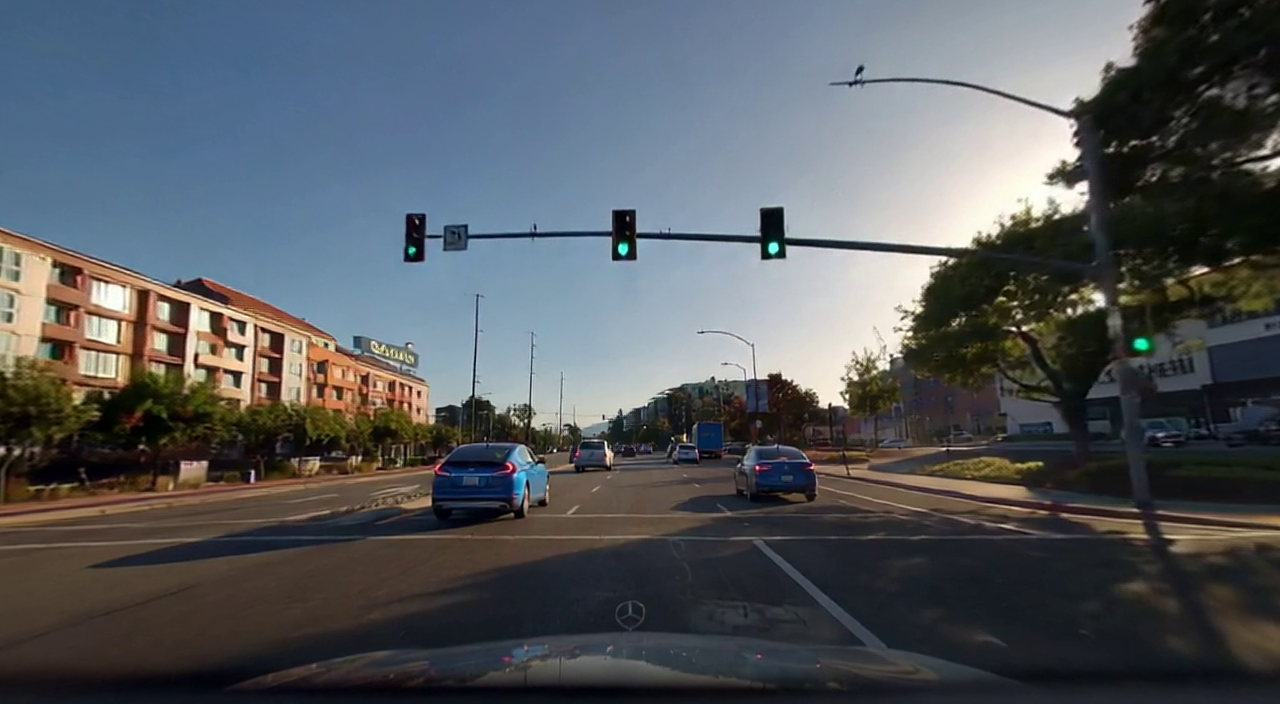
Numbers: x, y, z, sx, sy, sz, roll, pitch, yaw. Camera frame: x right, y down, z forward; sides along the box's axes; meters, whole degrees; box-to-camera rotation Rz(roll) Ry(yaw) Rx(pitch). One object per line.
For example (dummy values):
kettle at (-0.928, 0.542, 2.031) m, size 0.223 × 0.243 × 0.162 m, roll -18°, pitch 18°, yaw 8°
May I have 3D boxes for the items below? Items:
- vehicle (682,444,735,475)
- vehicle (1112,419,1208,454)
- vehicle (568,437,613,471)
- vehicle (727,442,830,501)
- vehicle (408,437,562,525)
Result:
vehicle at (3.438, 5.476, 32.392) m, size 2.020 × 1.461 × 4.326 m, roll 0°, pitch -8°, yaw -3°
vehicle at (40.313, 6.623, 49.065) m, size 2.787 × 2.561 × 5.416 m, roll -1°, pitch -9°, yaw 1°
vehicle at (-2.734, 5.737, 35.599) m, size 2.137 × 1.796 × 4.304 m, roll 0°, pitch -8°, yaw 1°
vehicle at (3.772, 3.318, 17.951) m, size 1.972 × 1.452 × 4.189 m, roll 0°, pitch -8°, yaw 0°
vehicle at (-2.994, 2.586, 13.274) m, size 2.003 × 1.509 × 4.396 m, roll 0°, pitch -8°, yaw 2°
